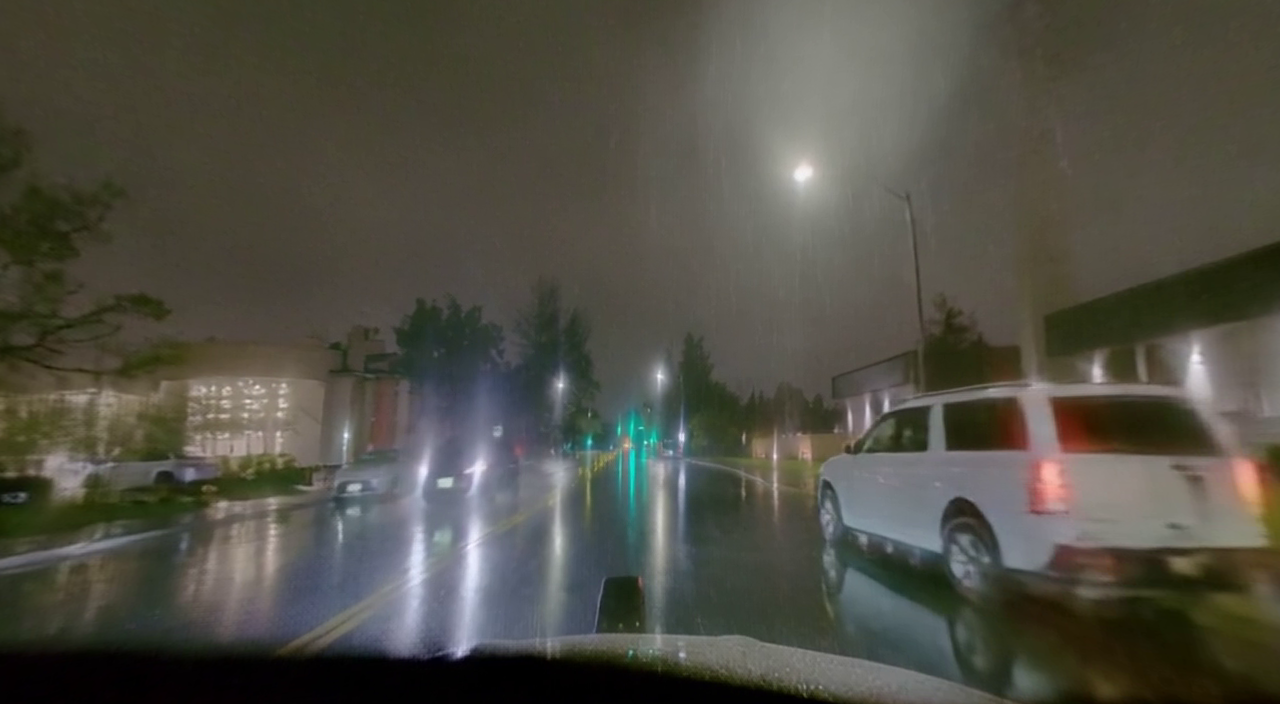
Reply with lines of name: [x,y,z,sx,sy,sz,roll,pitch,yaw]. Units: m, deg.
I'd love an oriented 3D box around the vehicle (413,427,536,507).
vehicle: [-4.161,2.961,16.682,2.088,1.772,4.375,0,-9,-1]

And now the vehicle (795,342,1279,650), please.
vehicle: [3.587,1.303,6.763,2.393,2.012,5.060,0,-9,-2]

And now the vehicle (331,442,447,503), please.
vehicle: [-7.548,3.634,19.534,1.928,1.537,4.439,-3,-8,-2]

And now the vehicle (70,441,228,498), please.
vehicle: [-15.981,3.779,20.561,4.696,1.681,1.905,-4,-9,23]
